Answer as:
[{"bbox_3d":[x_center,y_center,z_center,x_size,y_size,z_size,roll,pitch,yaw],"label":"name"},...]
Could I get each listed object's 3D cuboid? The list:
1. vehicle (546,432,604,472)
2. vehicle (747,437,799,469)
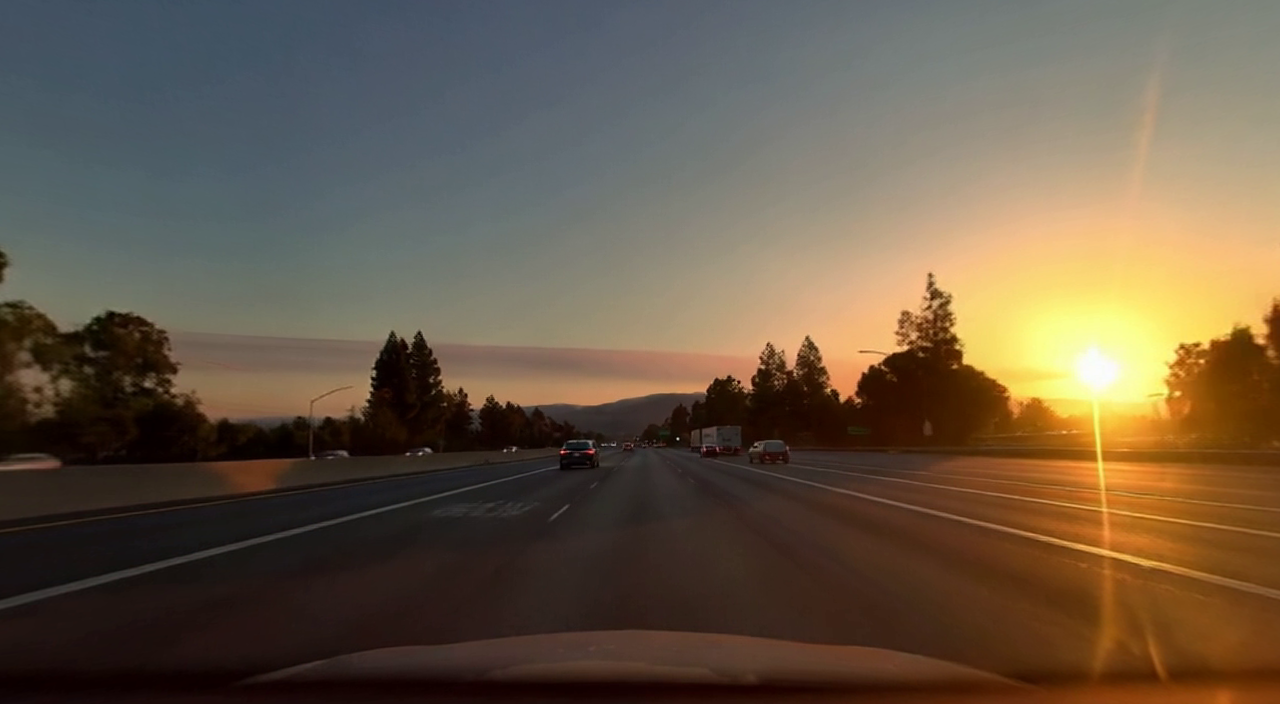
[{"bbox_3d":[-3.311,5.269,33.420,2.453,1.952,5.320,0,-8,1],"label":"vehicle"},{"bbox_3d":[7.711,5.890,36.860,2.063,1.706,4.259,0,-8,0],"label":"vehicle"}]
